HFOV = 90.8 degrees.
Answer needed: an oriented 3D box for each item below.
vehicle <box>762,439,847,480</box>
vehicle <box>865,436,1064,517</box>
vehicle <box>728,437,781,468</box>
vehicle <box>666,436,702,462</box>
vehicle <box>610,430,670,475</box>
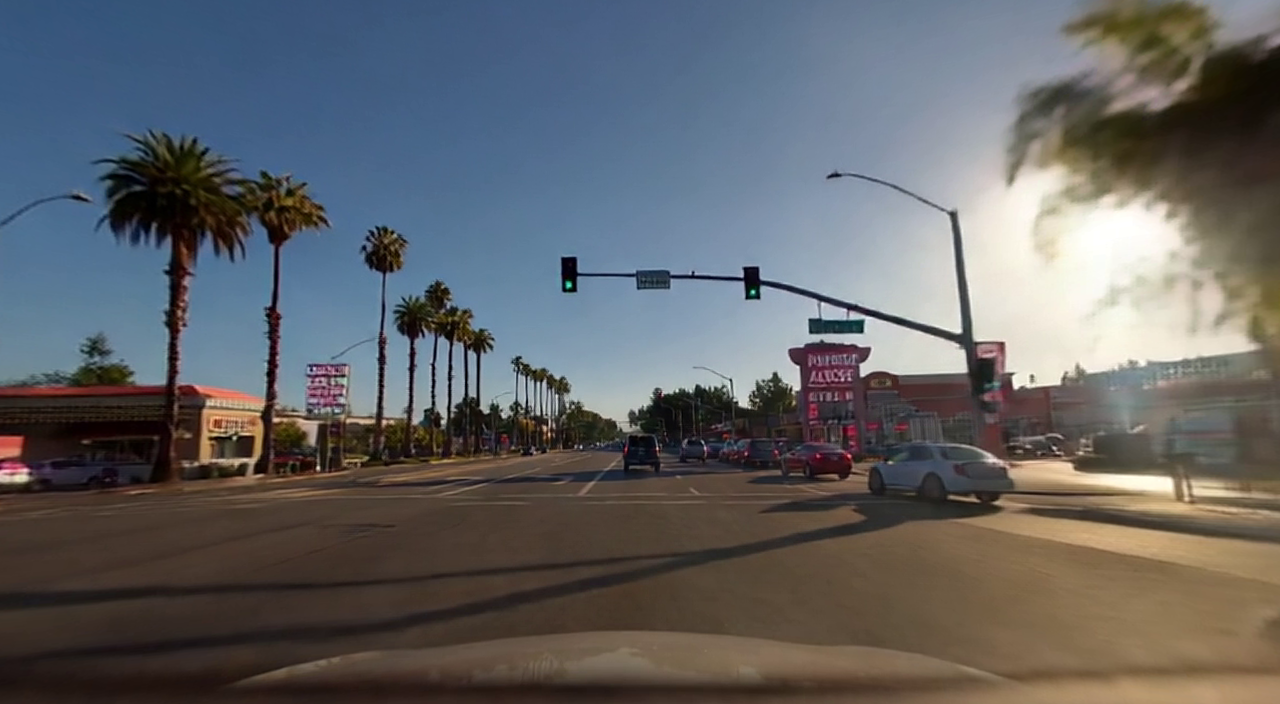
[{"bbox_3d":[6.622,4.394,26.038,2.038,1.476,5.032,0,-9,-1],"label":"vehicle"},{"bbox_3d":[6.758,2.628,13.849,1.902,1.461,4.428,0,-9,-2],"label":"vehicle"},{"bbox_3d":[6.642,5.906,37.191,2.100,1.675,4.536,0,-9,-2],"label":"vehicle"},{"bbox_3d":[3.146,7.122,46.190,2.187,1.777,4.444,0,-9,-2],"label":"vehicle"},{"bbox_3d":[-0.037,4.495,28.284,2.428,1.816,4.959,0,-9,-1],"label":"vehicle"}]
